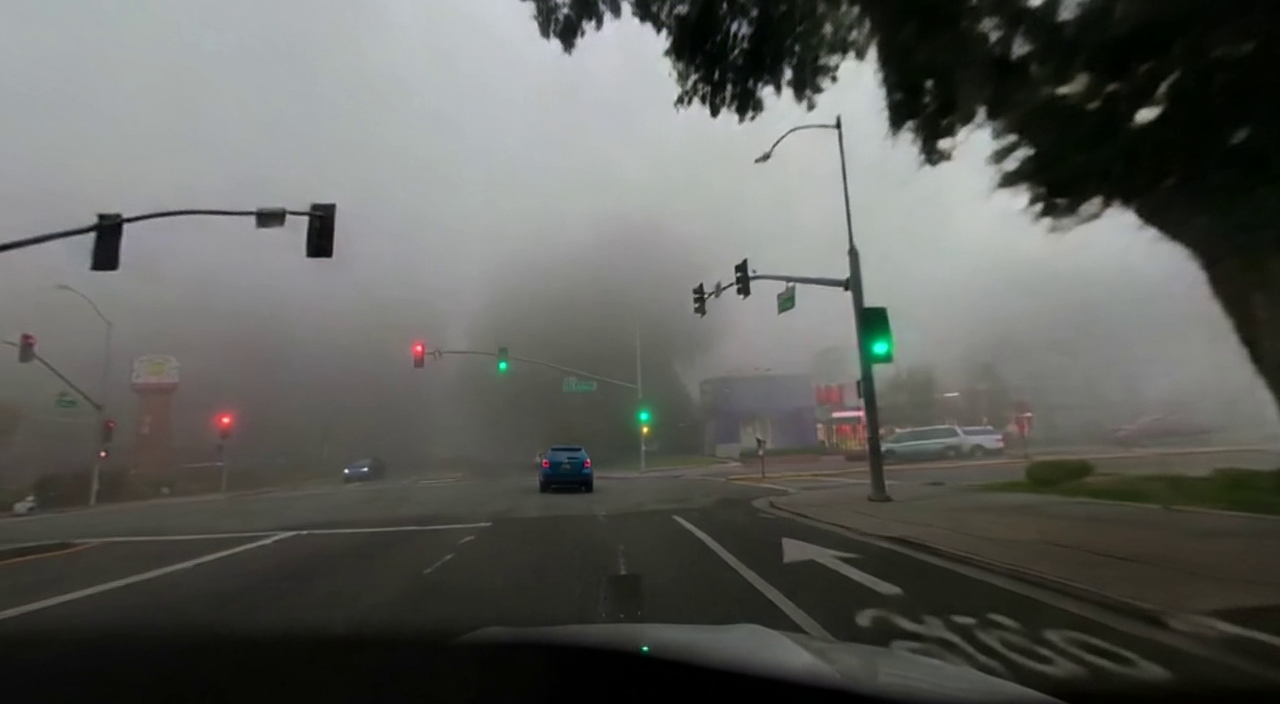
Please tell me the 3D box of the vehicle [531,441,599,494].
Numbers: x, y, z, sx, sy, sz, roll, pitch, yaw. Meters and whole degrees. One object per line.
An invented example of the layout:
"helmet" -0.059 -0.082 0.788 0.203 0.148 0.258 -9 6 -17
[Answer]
"vehicle" -2.826 4.196 23.272 2.227 1.733 3.930 2 -9 -9

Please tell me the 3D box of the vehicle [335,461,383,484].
"vehicle" -20.558 8.820 46.363 1.873 1.483 4.657 1 -9 -7

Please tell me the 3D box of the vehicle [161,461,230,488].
"vehicle" -30.245 8.325 43.127 2.142 1.671 4.083 2 -9 -9

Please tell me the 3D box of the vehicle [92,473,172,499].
"vehicle" -33.751 8.878 42.135 2.004 1.479 4.230 1 -9 -3
